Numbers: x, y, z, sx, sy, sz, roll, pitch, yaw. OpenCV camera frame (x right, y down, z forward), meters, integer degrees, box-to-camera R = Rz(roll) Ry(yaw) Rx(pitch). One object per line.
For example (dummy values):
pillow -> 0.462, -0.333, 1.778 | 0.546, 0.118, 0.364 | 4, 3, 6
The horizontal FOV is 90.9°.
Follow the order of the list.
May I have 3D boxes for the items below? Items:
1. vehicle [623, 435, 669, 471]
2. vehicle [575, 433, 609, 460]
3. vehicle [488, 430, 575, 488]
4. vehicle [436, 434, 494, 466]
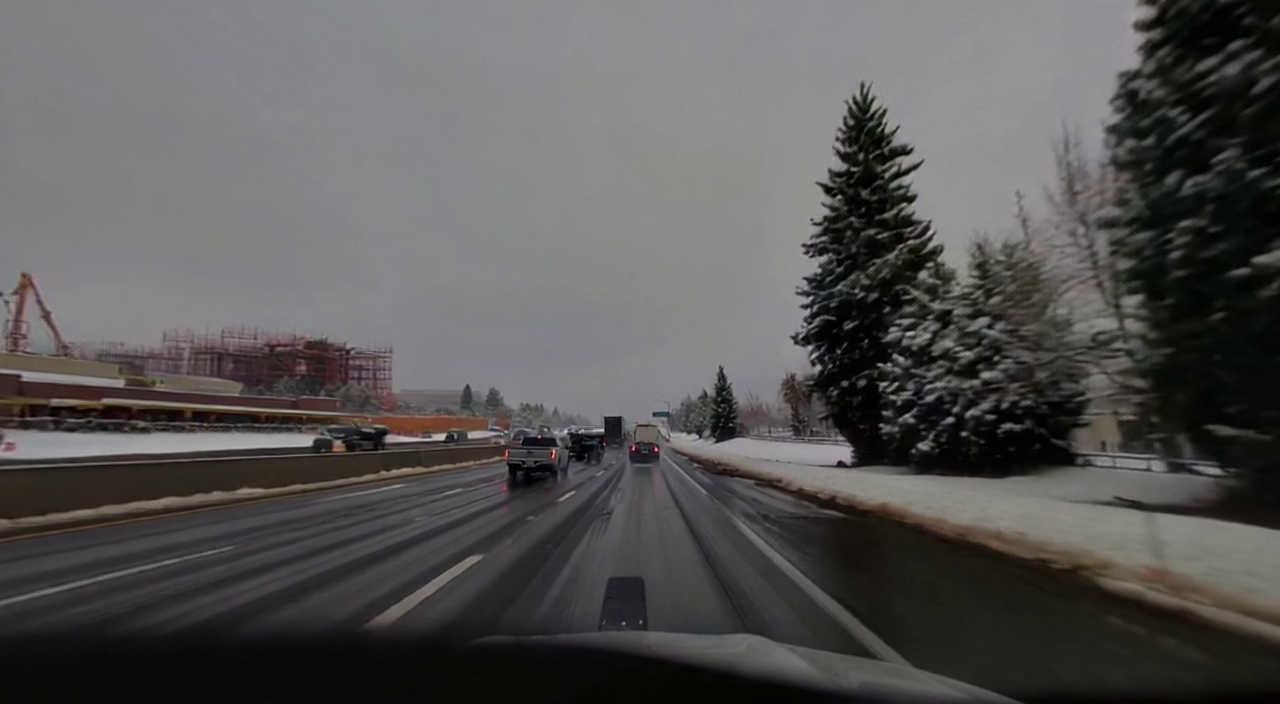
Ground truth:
vehicle -> 0.285, 5.045, 31.700 | 2.136, 1.678, 4.052 | -1, -9, 0
vehicle -> -3.647, 7.325, 49.054 | 2.203, 1.958, 4.848 | -1, -9, 1
vehicle -> -3.579, 3.634, 21.708 | 2.108, 1.740, 4.549 | -1, -9, 1
vehicle -> -10.749, 6.052, 39.104 | 2.104, 1.818, 4.721 | -1, -9, 1
